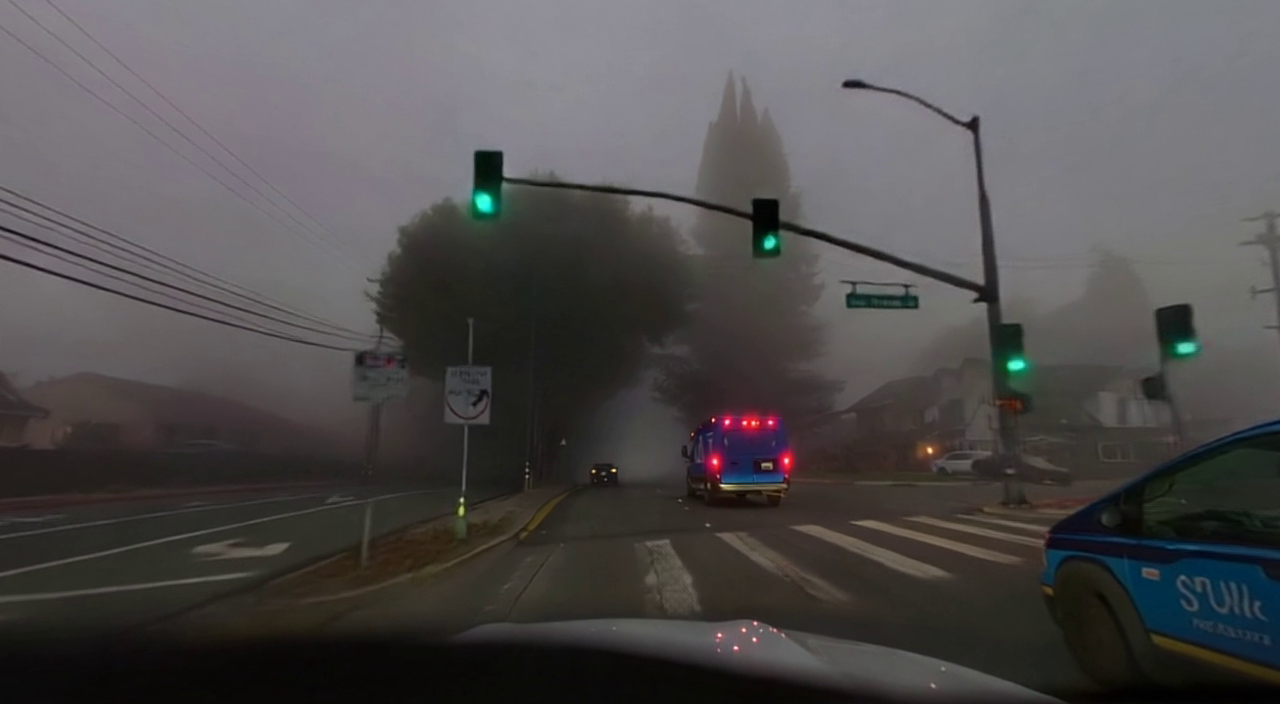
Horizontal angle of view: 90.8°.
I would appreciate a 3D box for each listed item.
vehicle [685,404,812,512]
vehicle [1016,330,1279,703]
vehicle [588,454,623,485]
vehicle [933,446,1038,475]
[{"bbox_3d":[2.945,3.089,18.844,2.406,2.687,5.521,0,-8,-4],"label":"vehicle"},{"bbox_3d":[4.029,0.768,2.291,2.194,1.922,4.822,-1,-8,-2],"label":"vehicle"},{"bbox_3d":[-2.226,7.404,40.071,2.114,1.707,3.725,0,-8,-4],"label":"vehicle"},{"bbox_3d":[19.096,5.994,34.999,4.868,1.455,2.054,-6,-10,32],"label":"vehicle"}]
